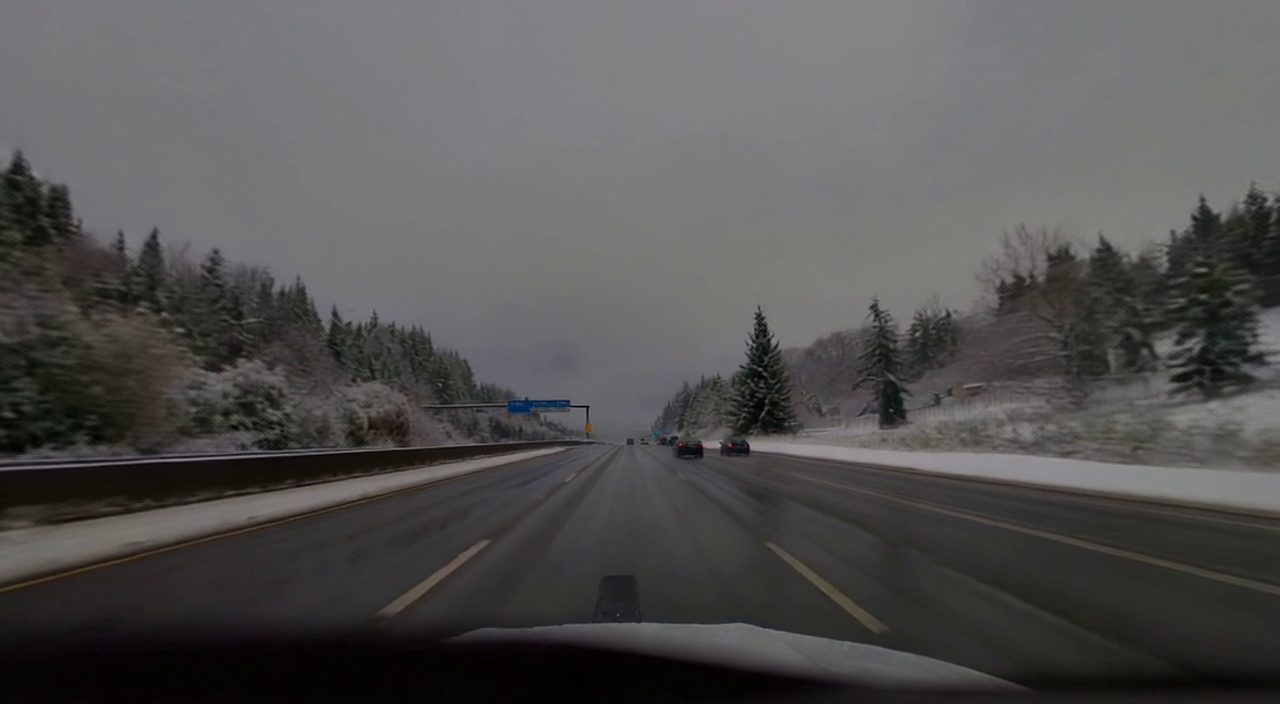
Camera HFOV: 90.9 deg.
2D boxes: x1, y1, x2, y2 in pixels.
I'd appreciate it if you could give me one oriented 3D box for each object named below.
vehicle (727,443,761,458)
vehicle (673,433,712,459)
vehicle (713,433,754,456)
[{"bbox_3d":[6.772,6.434,41.203,1.535,0.862,2.814,0,-8,-4],"label":"vehicle"},{"bbox_3d":[3.131,5.668,38.158,1.819,1.468,3.770,0,-7,-3],"label":"vehicle"},{"bbox_3d":[6.604,6.550,45.024,2.003,1.522,4.940,0,-7,-2],"label":"vehicle"}]
